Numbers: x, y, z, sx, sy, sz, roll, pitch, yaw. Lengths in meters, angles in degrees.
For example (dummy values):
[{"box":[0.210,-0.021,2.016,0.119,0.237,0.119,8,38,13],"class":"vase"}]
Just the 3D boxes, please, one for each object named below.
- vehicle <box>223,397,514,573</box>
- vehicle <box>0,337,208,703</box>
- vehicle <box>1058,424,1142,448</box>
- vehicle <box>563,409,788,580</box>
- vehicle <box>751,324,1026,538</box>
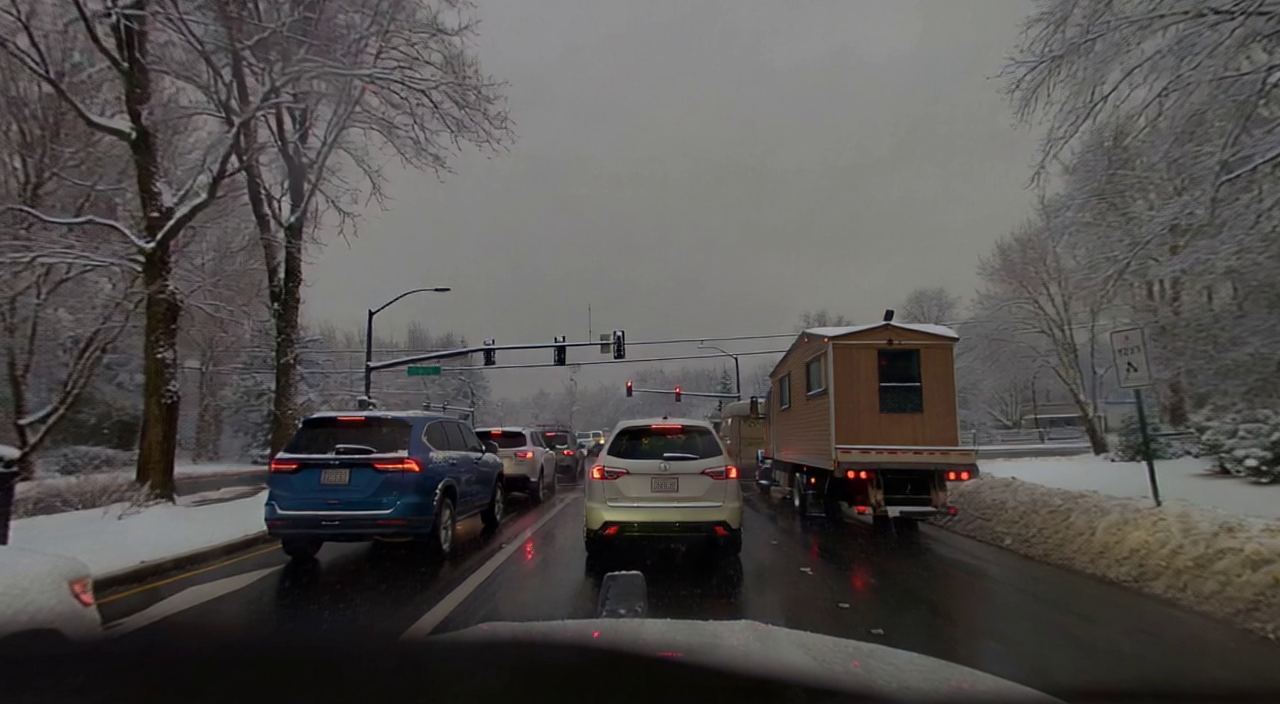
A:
[{"box":[-3.277,1.716,8.844,2.085,1.812,4.388,0,-9,0],"class":"vehicle"},{"box":[-3.429,0.675,1.479,1.952,1.730,4.116,0,-9,-1],"class":"vehicle"},{"box":[33.254,6.138,45.843,4.671,1.595,1.824,-5,-10,31],"class":"vehicle"},{"box":[0.354,1.706,8.315,2.189,1.649,4.171,0,-9,0],"class":"vehicle"},{"box":[3.685,1.416,11.007,2.531,2.750,5.595,0,-9,1],"class":"vehicle"}]
